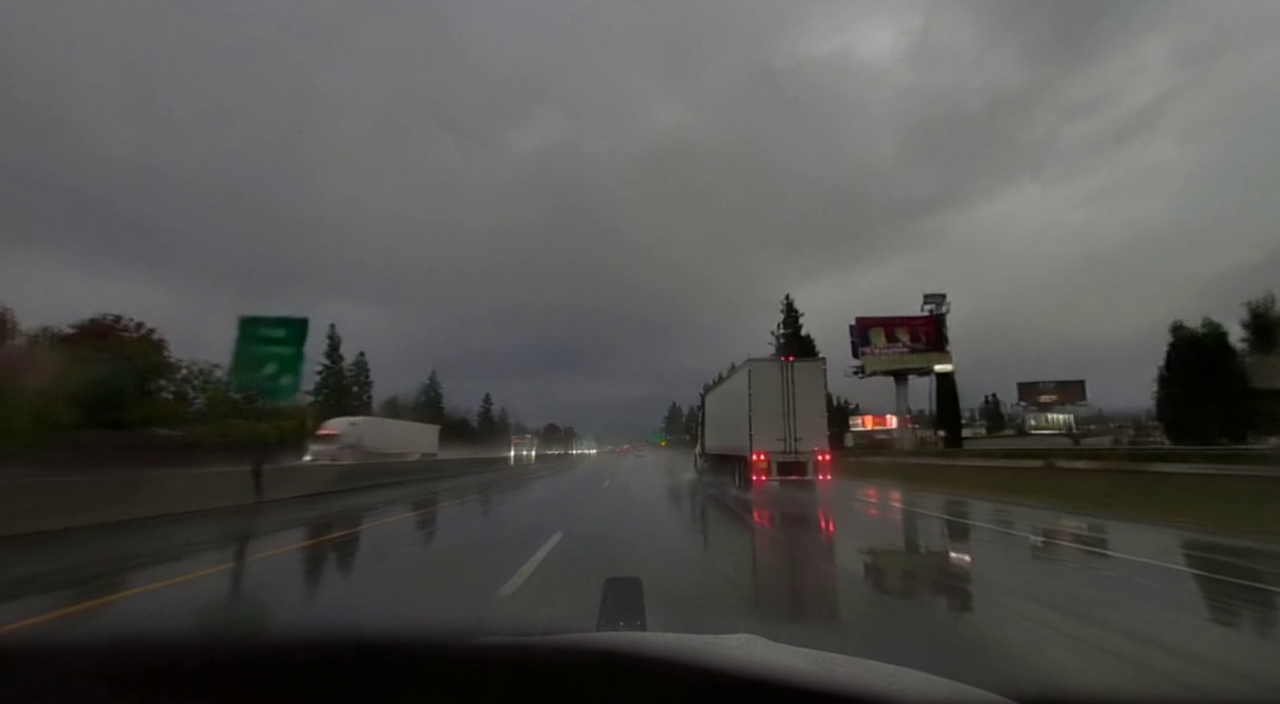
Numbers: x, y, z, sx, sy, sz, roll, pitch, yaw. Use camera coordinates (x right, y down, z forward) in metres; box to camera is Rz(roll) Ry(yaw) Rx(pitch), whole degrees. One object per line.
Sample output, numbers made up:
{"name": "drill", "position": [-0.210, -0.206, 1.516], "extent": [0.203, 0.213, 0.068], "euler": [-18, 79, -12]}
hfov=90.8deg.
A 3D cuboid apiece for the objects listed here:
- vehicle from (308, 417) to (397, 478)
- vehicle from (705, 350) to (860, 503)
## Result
{"name": "vehicle", "position": [-20.477, 6.872, 45.416], "extent": [3.367, 4.049, 6.073], "euler": [0, -9, 0]}
{"name": "vehicle", "position": [4.633, 3.012, 23.978], "extent": [3.058, 4.312, 12.251], "euler": [0, -9, 0]}
